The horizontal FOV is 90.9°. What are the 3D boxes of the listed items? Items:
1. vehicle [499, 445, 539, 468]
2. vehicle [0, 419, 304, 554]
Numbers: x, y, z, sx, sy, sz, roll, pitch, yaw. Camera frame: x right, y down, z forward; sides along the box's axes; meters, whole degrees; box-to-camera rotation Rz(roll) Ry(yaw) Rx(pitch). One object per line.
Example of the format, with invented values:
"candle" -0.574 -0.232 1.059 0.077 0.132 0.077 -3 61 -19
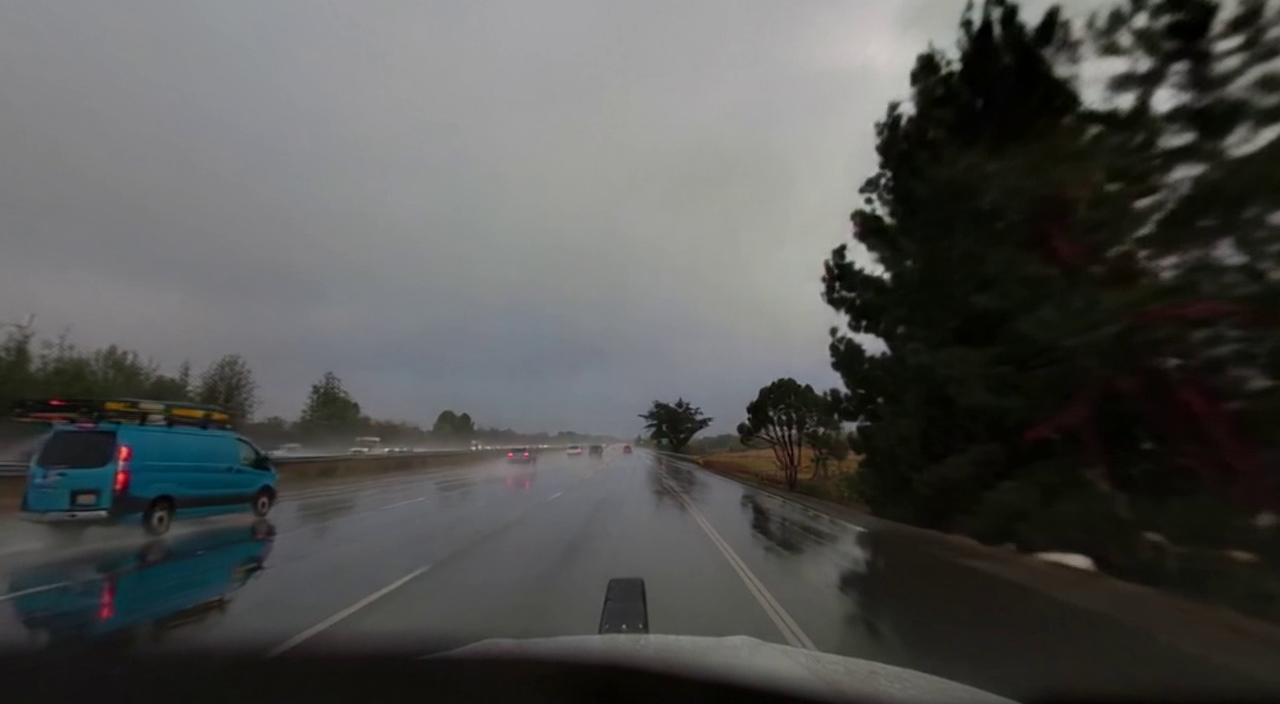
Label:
"vehicle" -8.395 7.298 44.239 1.958 1.499 4.437 0 -9 0
"vehicle" -8.106 2.138 10.757 2.093 1.752 4.771 0 -9 0
